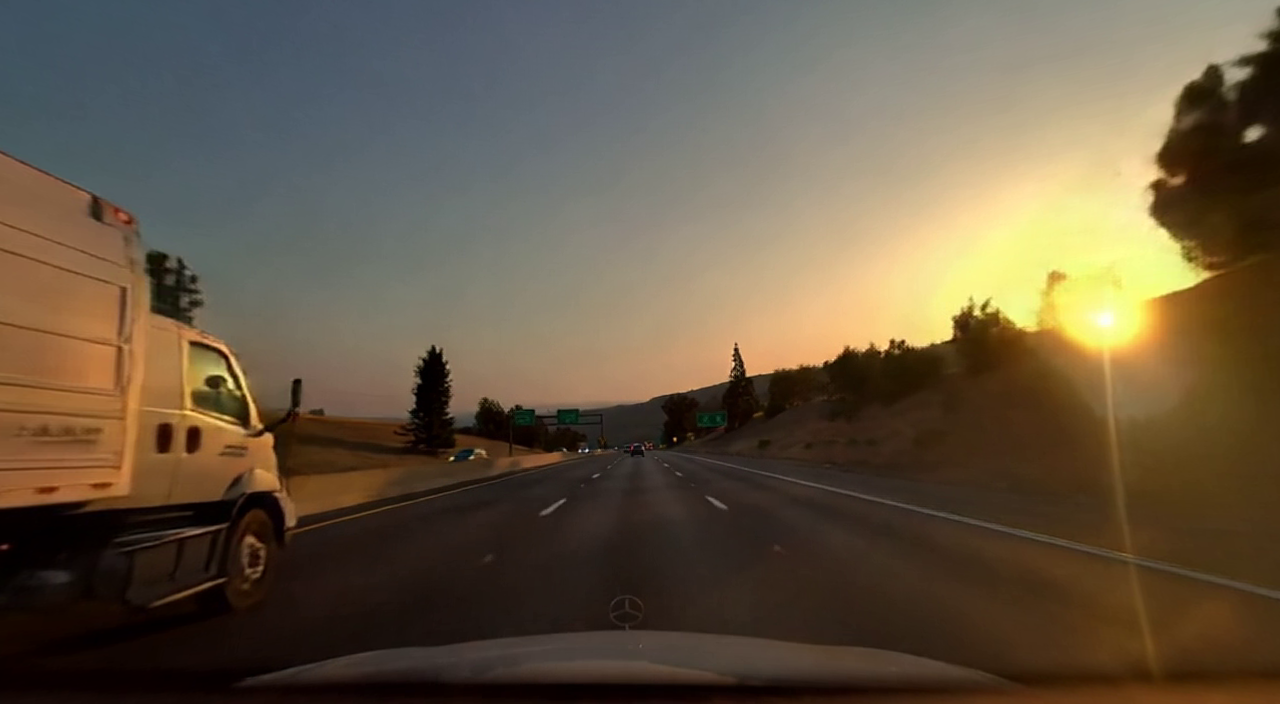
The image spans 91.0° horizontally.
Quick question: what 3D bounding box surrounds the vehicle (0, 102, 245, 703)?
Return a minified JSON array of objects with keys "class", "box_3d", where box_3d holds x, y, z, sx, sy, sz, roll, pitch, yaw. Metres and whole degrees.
[{"class":"vehicle","box_3d":[-3.841,0.001,0.634,2.443,2.586,6.701,0,-8,0]}]
